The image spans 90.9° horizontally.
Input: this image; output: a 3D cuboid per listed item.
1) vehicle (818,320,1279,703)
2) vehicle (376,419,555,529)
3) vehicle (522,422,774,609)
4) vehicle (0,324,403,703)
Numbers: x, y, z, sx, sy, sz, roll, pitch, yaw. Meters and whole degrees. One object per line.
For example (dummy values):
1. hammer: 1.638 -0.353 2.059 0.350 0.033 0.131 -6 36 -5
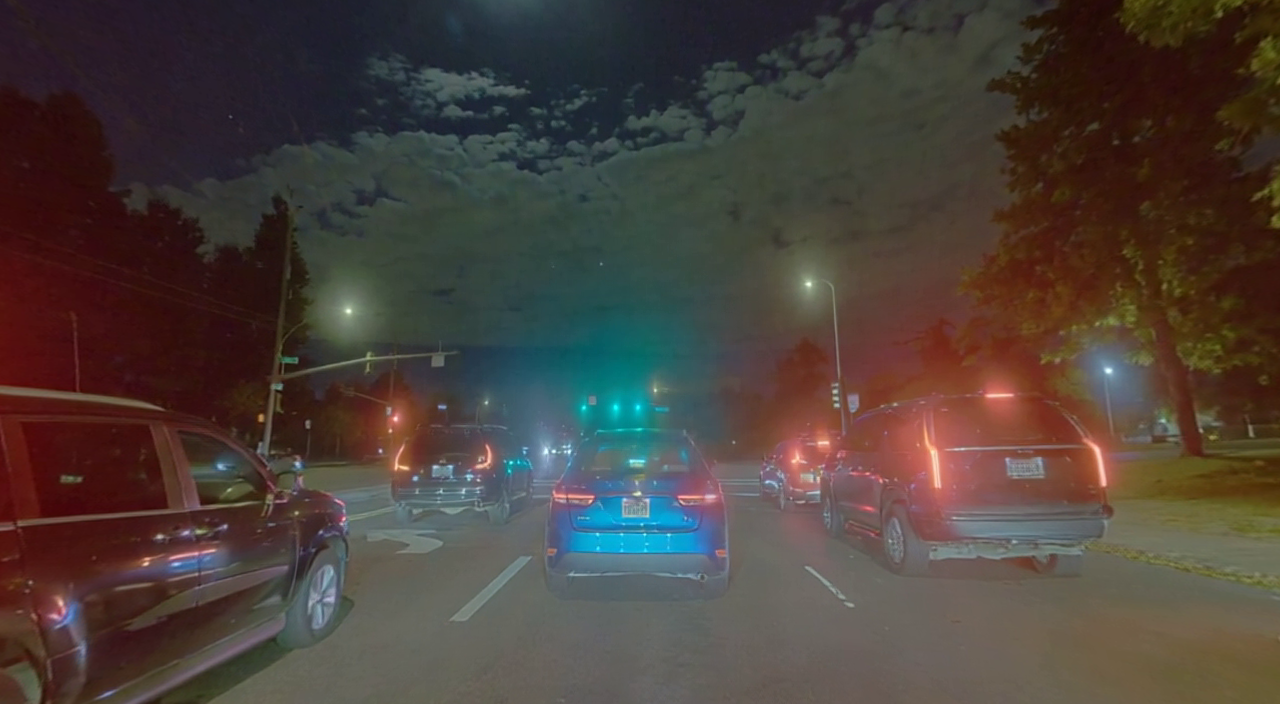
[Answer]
1. vehicle: 3.223 1.123 4.887 2.141 1.833 4.704 0 -8 -2
2. vehicle: -3.167 2.331 12.661 2.117 1.772 4.619 0 -8 2
3. vehicle: 0.037 1.611 7.117 2.021 1.490 3.948 0 -8 -1
4. vehicle: -3.106 0.960 3.325 1.982 1.721 4.261 0 -8 1
